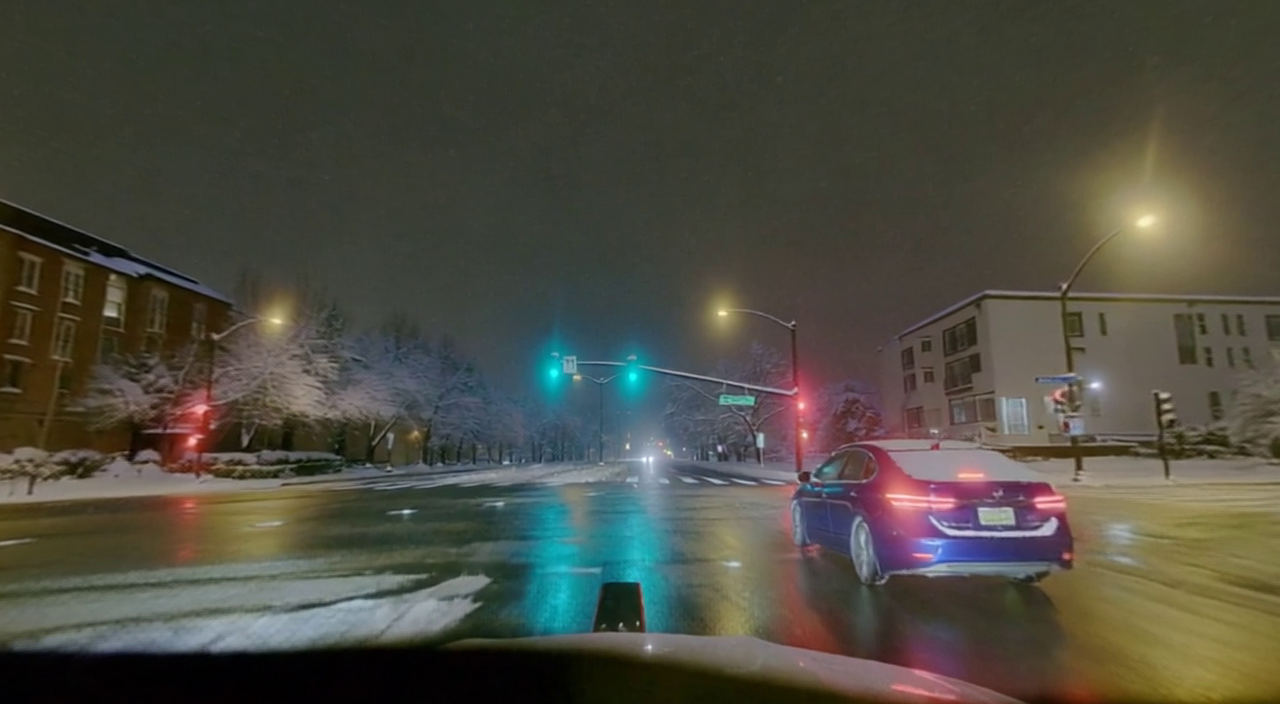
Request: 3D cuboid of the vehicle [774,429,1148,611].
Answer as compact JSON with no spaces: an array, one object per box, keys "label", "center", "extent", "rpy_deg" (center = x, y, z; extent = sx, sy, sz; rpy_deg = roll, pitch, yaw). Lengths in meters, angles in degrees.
[{"label":"vehicle","center":[3.280,1.804,7.876],"extent":[2.089,1.539,4.767],"rpy_deg":[0,-8,-1]}]
